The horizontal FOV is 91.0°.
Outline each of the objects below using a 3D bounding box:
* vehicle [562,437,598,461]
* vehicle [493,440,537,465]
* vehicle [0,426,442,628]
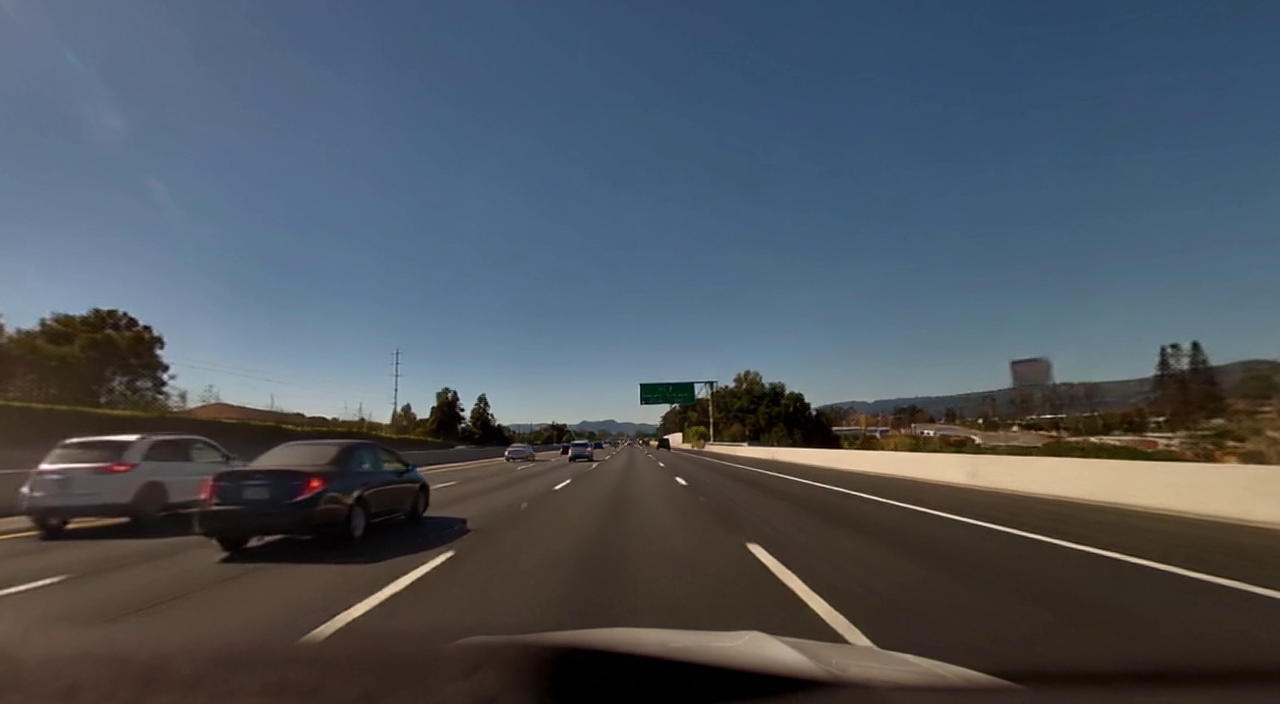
[{"bbox_3d":[-4.422,7.220,46.865,2.200,1.662,5.091,-1,-8,0],"label":"vehicle"},{"bbox_3d":[-8.074,6.553,41.189,1.924,1.519,4.791,0,-8,0],"label":"vehicle"},{"bbox_3d":[-4.024,1.645,7.124,2.044,1.479,4.745,0,-8,0],"label":"vehicle"}]
